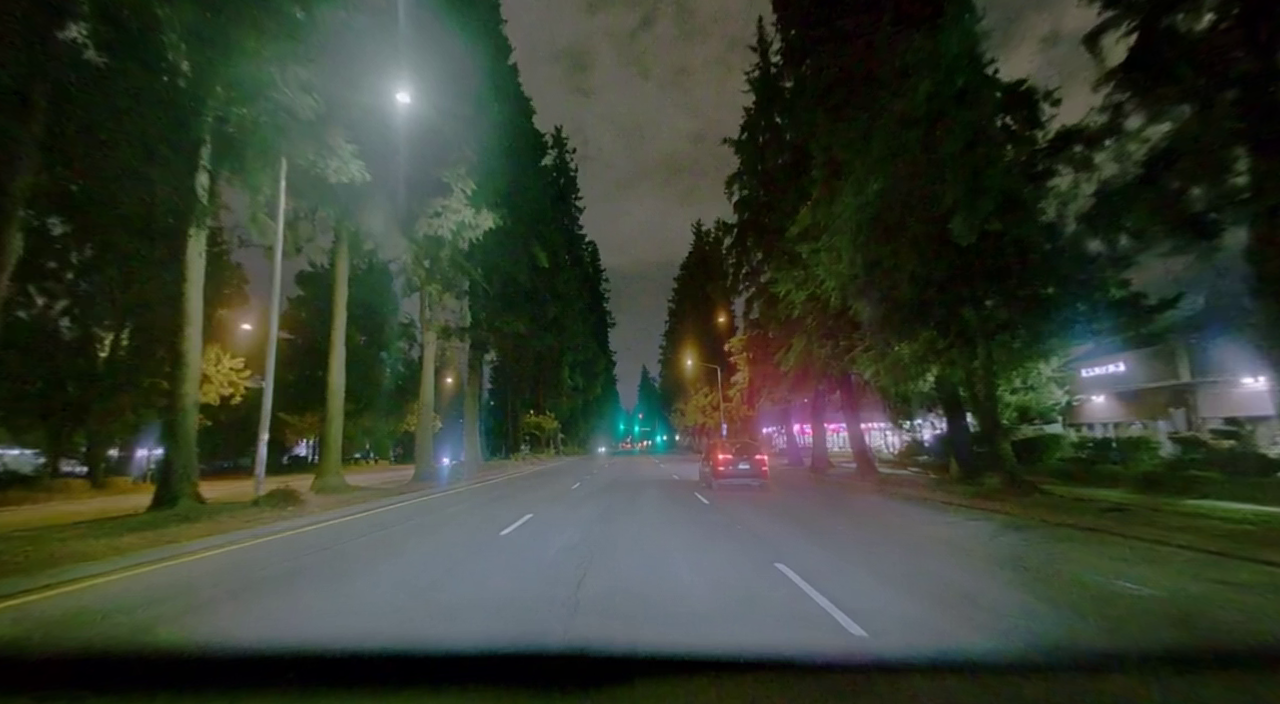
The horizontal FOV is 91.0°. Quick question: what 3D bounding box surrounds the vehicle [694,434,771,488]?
[{"bbox_3d":[3.230,3.900,22.876,2.083,1.743,4.354,0,-8,-1],"label":"vehicle"}]
